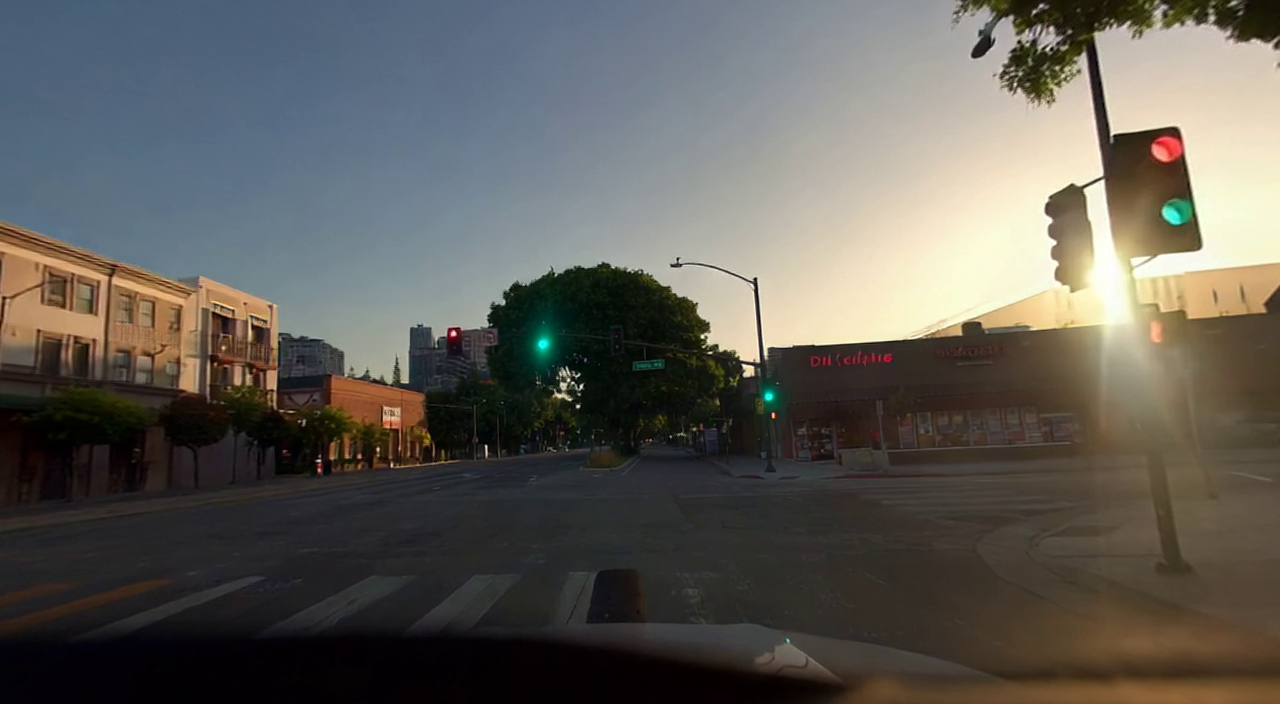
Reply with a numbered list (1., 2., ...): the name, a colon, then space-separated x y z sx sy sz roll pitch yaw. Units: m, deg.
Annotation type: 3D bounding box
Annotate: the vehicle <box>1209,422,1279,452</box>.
1. vehicle: 35.321 4.737 35.345 4.493 1.453 1.849 -4 -9 2
